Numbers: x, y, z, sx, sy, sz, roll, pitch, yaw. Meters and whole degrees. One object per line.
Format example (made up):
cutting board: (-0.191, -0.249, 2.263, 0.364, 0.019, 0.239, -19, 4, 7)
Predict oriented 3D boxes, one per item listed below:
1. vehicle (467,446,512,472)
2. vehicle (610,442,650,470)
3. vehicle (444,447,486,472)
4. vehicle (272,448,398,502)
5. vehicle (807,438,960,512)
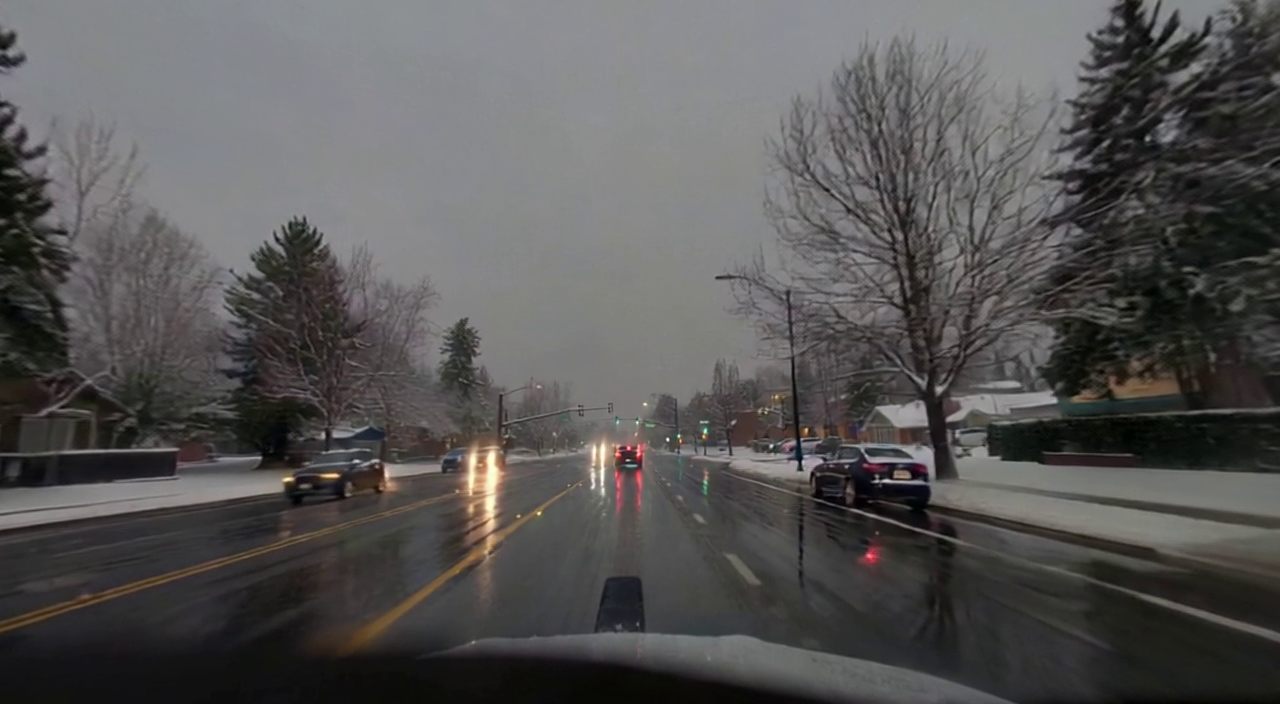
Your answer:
vehicle: (-10.043, 7.134, 42.433, 1.945, 1.629, 4.197, 0, -9, 0)
vehicle: (-0.559, 5.776, 35.234, 2.104, 1.462, 3.991, 0, -9, -1)
vehicle: (-13.448, 8.246, 48.686, 1.957, 1.754, 4.393, 0, -9, 0)
vehicle: (-9.825, 3.968, 20.810, 1.992, 1.547, 4.292, 0, -9, 0)
vehicle: (5.732, 2.935, 15.531, 1.926, 1.555, 4.106, 0, -9, -3)
